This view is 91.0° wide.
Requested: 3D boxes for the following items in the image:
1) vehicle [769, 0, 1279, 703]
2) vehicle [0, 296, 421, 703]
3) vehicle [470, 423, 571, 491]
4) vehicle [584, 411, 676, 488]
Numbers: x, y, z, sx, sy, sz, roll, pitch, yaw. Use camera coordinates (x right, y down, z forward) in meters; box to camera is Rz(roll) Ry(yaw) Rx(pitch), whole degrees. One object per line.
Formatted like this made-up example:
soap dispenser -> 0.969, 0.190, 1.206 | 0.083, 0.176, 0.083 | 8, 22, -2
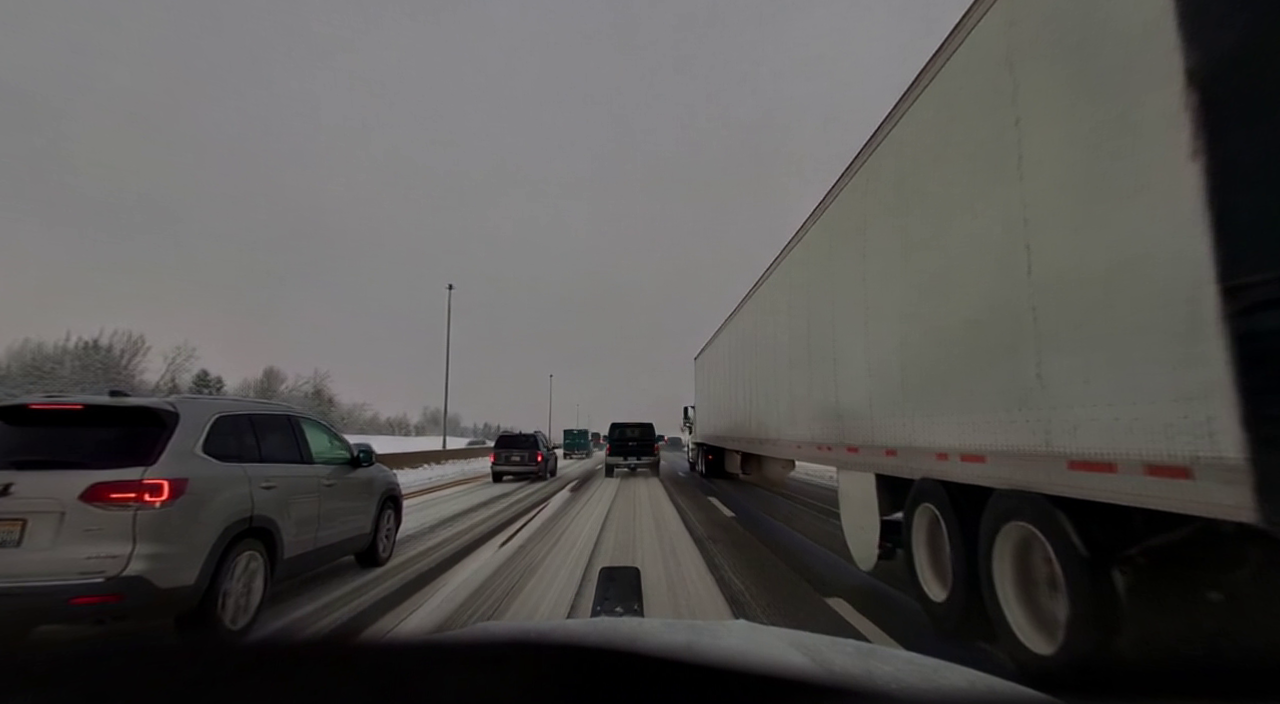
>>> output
vehicle -> 3.655, -0.317, 2.732 | 2.852, 4.121, 16.210 | 0, -8, 0
vehicle -> -3.408, 0.985, 4.100 | 2.193, 1.803, 4.958 | 0, -8, 0
vehicle -> -3.504, 3.185, 19.431 | 2.120, 1.812, 4.659 | 0, -8, 1
vehicle -> -0.330, 3.280, 21.408 | 2.704, 2.216, 5.804 | 0, -8, -1
